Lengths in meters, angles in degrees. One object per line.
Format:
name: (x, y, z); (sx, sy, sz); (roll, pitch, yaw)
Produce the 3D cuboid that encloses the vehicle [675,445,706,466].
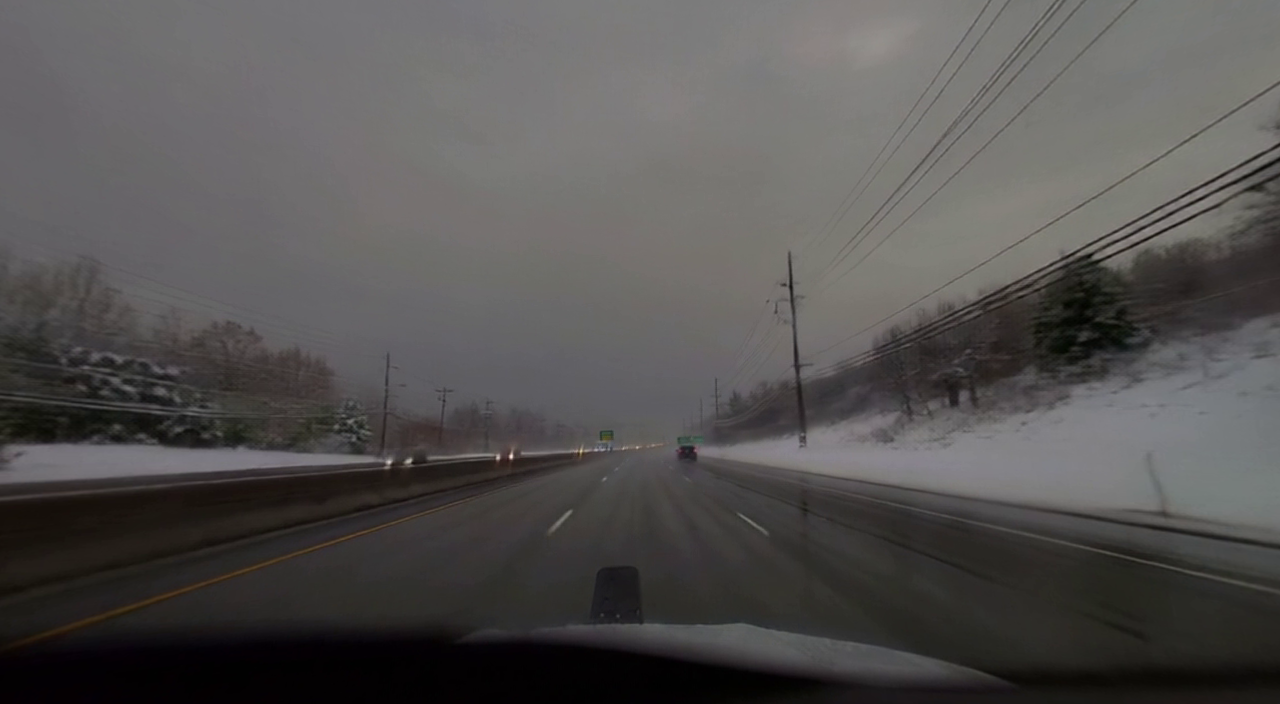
vehicle: (3.907, 8.105, 49.371); (2.054, 1.565, 4.089); (0, -9, 0)
